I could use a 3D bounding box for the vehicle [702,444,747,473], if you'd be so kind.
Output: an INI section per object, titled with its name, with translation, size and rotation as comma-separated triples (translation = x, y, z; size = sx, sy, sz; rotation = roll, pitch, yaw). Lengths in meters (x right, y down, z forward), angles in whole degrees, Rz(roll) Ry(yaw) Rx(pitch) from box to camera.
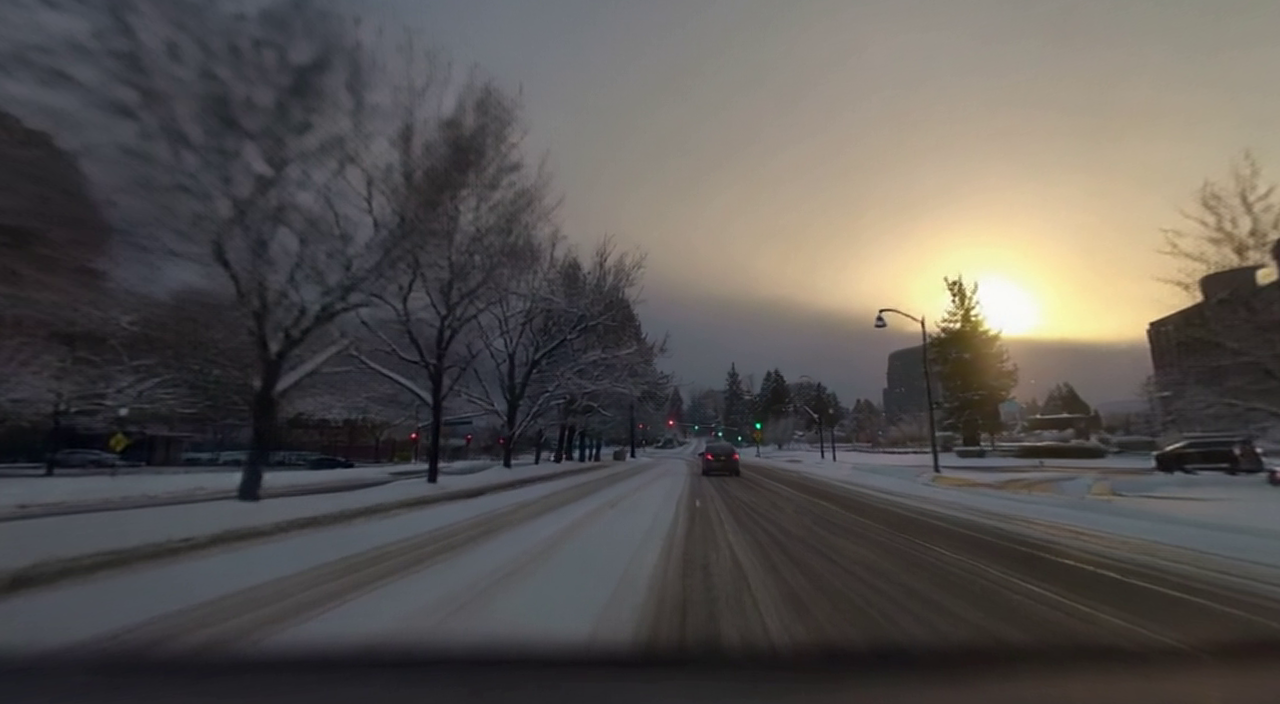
[vehicle]
translation = 4.694, 5.989, 35.747
size = 2.133, 1.481, 4.276
rotation = -1, -9, 3
